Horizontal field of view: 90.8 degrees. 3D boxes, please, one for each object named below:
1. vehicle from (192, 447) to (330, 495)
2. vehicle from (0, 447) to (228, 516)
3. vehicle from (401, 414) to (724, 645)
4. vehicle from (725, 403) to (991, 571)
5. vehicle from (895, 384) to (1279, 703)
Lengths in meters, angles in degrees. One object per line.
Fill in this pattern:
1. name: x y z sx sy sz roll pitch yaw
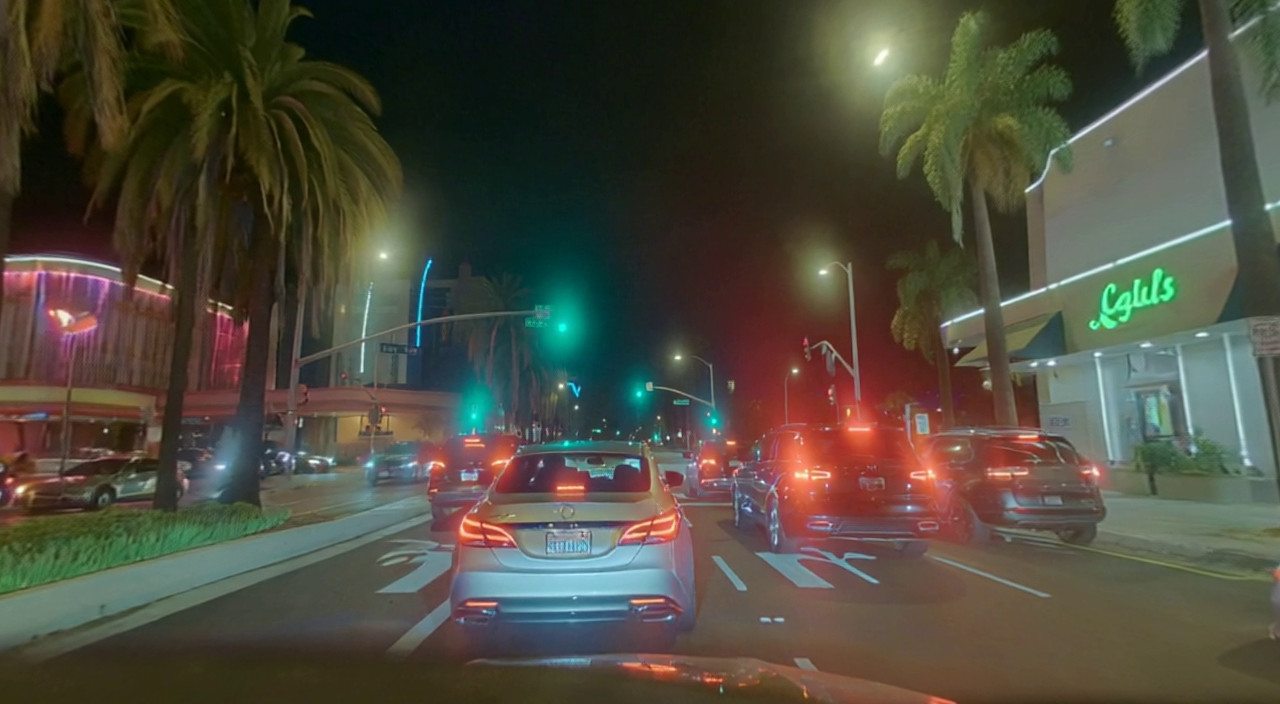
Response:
1. vehicle: -12.857 4.022 21.867 1.856 1.455 4.700 0 -9 1
2. vehicle: -12.849 3.136 15.934 1.870 1.475 4.531 0 -9 0
3. vehicle: -0.516 1.467 6.229 2.096 1.492 4.071 0 -9 0
4. vehicle: 2.633 1.768 9.037 2.096 1.775 4.440 0 -9 -2
5. vehicle: 2.603 0.811 1.486 2.085 1.469 4.458 0 -9 -1
